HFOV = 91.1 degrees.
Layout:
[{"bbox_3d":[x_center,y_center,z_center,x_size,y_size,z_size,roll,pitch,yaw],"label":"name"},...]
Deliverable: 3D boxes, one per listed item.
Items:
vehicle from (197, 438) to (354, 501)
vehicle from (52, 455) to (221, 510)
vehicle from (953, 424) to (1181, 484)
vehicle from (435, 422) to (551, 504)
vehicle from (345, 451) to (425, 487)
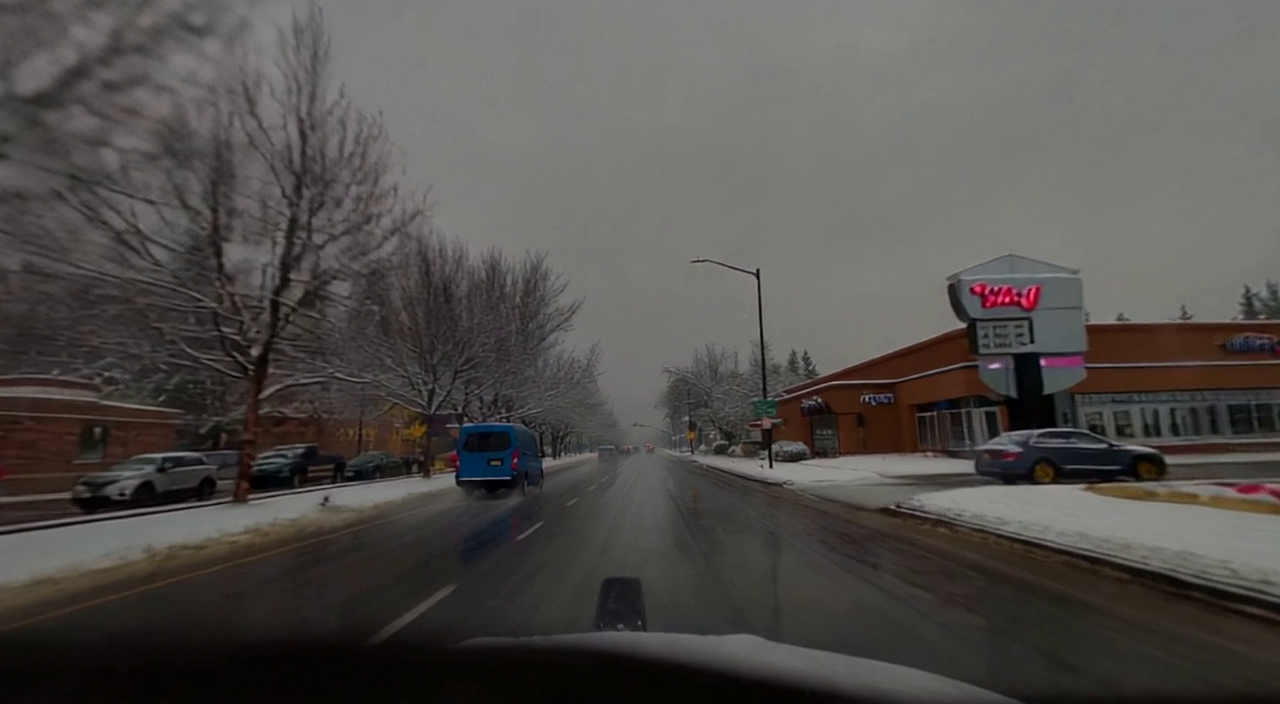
[{"bbox_3d":[-11.769,3.795,20.758,2.332,1.815,4.639,0,-9,1],"label":"vehicle"},{"bbox_3d":[-15.636,4.026,19.865,1.785,1.476,4.293,0,-9,0],"label":"vehicle"},{"bbox_3d":[11.280,2.726,16.874,4.607,1.471,1.982,0,-9,1],"label":"vehicle"},{"bbox_3d":[-3.974,3.110,18.034,2.152,1.987,4.952,0,-9,0],"label":"vehicle"},{"bbox_3d":[-11.231,5.170,28.029,1.812,1.405,4.305,0,-9,-1],"label":"vehicle"}]
